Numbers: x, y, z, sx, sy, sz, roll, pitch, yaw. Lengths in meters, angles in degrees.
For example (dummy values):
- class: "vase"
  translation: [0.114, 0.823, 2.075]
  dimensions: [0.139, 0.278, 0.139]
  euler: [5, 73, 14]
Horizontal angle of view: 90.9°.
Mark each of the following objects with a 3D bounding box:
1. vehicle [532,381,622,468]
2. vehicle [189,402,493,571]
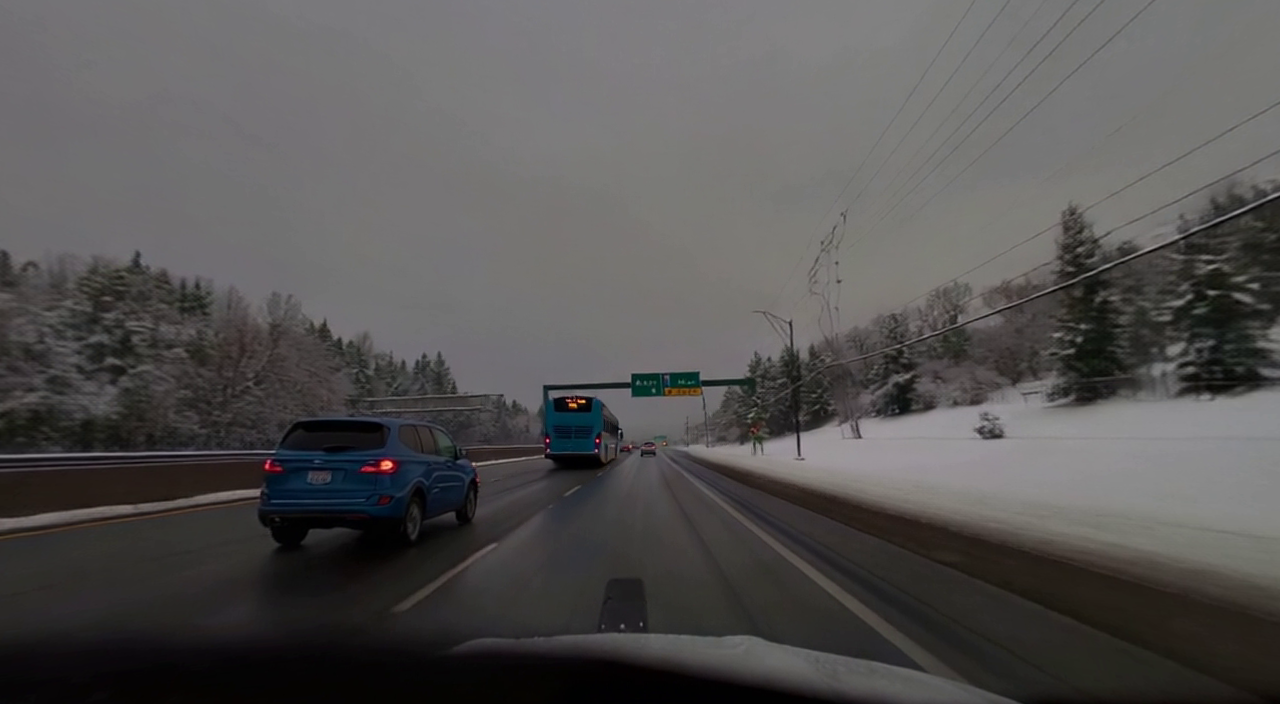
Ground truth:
- class: "vehicle"
  translation: [-2.897, 4.097, 33.320]
  dimensions: [3.382, 3.712, 11.766]
  euler: [1, -9, 1]
- class: "vehicle"
  translation: [-3.592, 1.702, 8.679]
  dimensions: [2.021, 1.730, 4.223]
  euler: [0, -8, 1]
